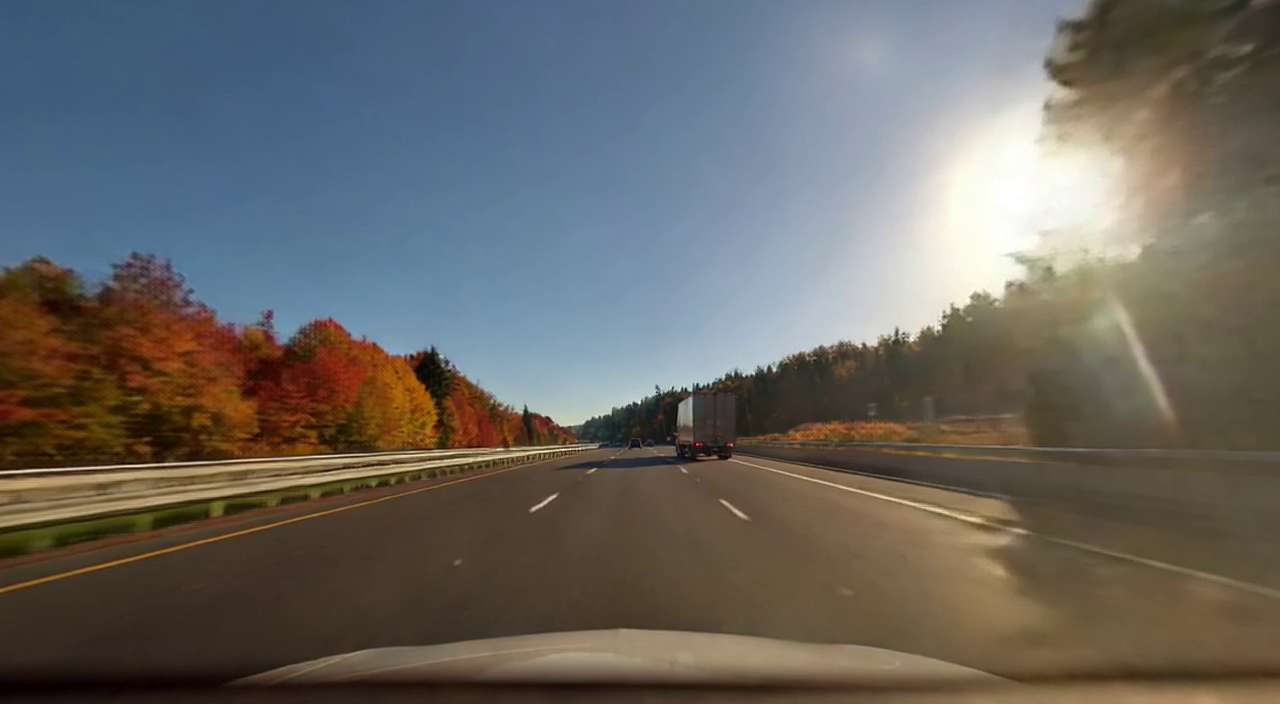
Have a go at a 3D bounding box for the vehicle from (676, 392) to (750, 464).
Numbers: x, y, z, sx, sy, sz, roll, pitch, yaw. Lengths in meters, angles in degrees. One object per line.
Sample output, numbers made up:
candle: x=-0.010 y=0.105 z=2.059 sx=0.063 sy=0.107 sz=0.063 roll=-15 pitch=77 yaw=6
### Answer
vehicle: x=4.180 y=4.744 z=38.454 sx=3.348 sy=3.847 sz=8.908 roll=0 pitch=-8 yaw=-1
